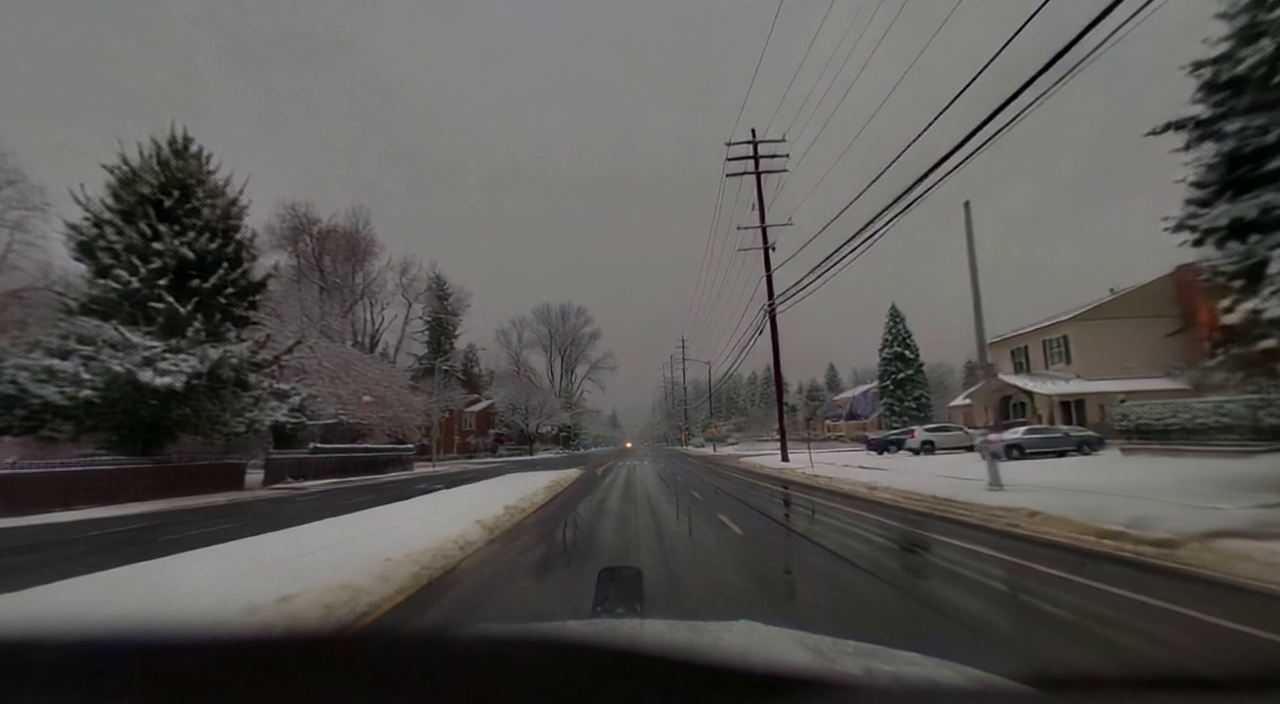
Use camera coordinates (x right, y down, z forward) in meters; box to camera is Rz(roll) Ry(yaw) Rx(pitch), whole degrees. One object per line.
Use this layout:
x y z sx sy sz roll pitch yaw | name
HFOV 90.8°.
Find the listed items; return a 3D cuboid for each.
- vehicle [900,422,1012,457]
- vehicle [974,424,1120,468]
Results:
16.768 4.662 33.727 4.833 1.786 2.136 0 -8 -1 | vehicle
16.751 3.882 26.186 4.560 1.725 2.096 0 -8 -2 | vehicle
